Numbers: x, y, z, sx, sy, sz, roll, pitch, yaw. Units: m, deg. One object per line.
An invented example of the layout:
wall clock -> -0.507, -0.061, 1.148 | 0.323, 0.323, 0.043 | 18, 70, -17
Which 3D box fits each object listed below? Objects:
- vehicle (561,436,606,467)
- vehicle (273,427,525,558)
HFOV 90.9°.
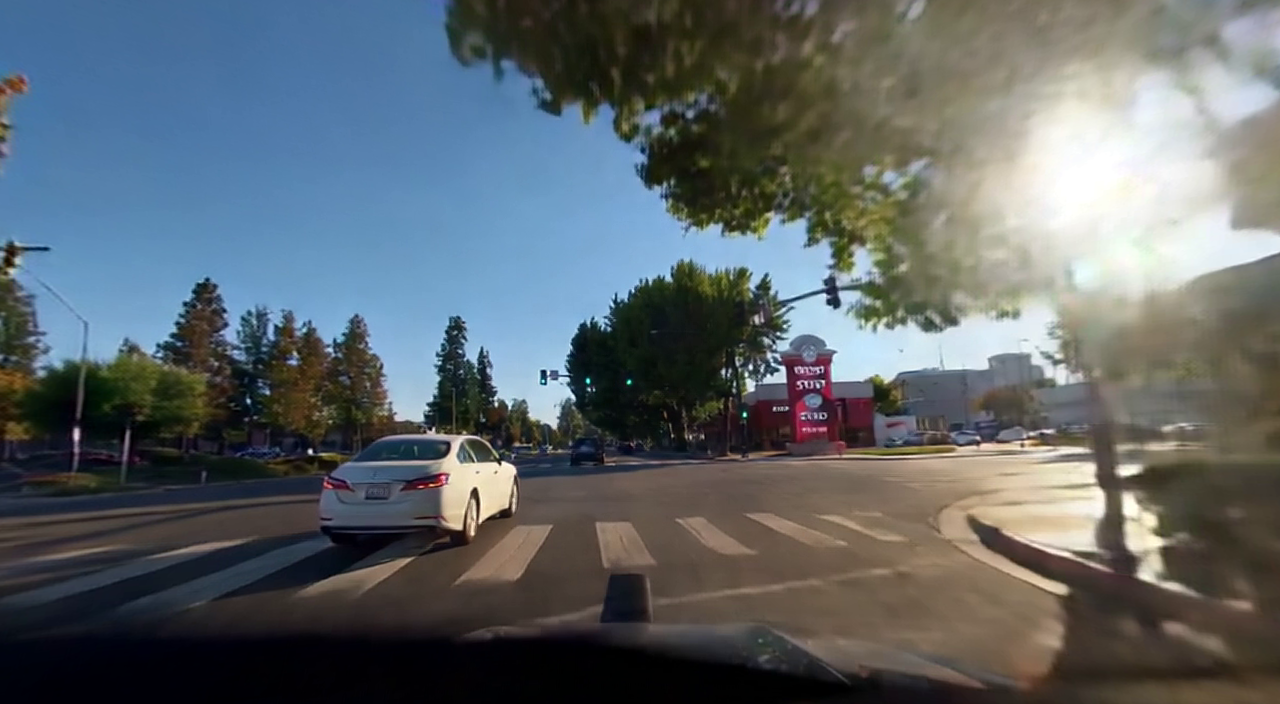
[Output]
vehicle -> -3.166, 5.696, 36.177 | 2.109, 1.692, 4.220 | 0, -8, 1
vehicle -> -3.155, 1.933, 9.447 | 2.018, 1.477, 4.401 | 0, -8, 0
